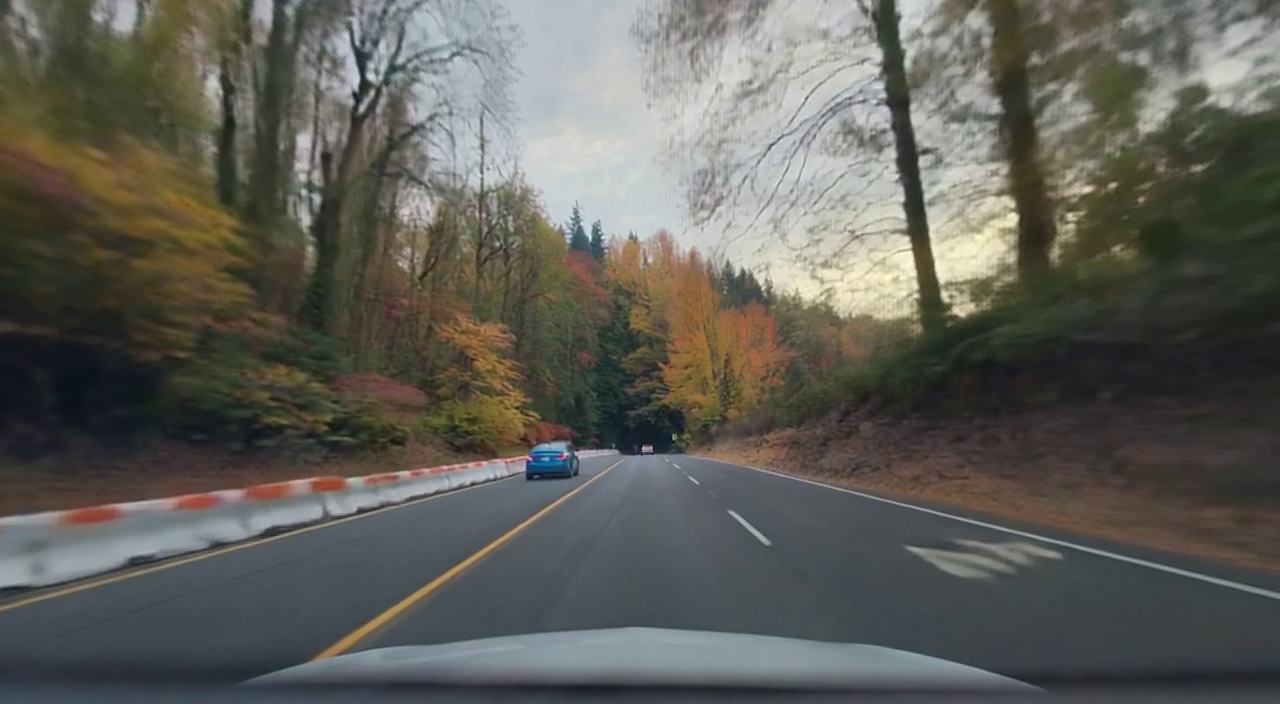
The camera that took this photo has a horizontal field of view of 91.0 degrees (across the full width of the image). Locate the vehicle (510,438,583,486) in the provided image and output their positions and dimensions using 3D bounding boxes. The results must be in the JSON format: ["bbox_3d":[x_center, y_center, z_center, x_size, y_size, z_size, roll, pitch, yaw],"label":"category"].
[{"bbox_3d":[-3.172,3.825,22.201,1.902,1.505,4.016,0,-8,1],"label":"vehicle"}]
